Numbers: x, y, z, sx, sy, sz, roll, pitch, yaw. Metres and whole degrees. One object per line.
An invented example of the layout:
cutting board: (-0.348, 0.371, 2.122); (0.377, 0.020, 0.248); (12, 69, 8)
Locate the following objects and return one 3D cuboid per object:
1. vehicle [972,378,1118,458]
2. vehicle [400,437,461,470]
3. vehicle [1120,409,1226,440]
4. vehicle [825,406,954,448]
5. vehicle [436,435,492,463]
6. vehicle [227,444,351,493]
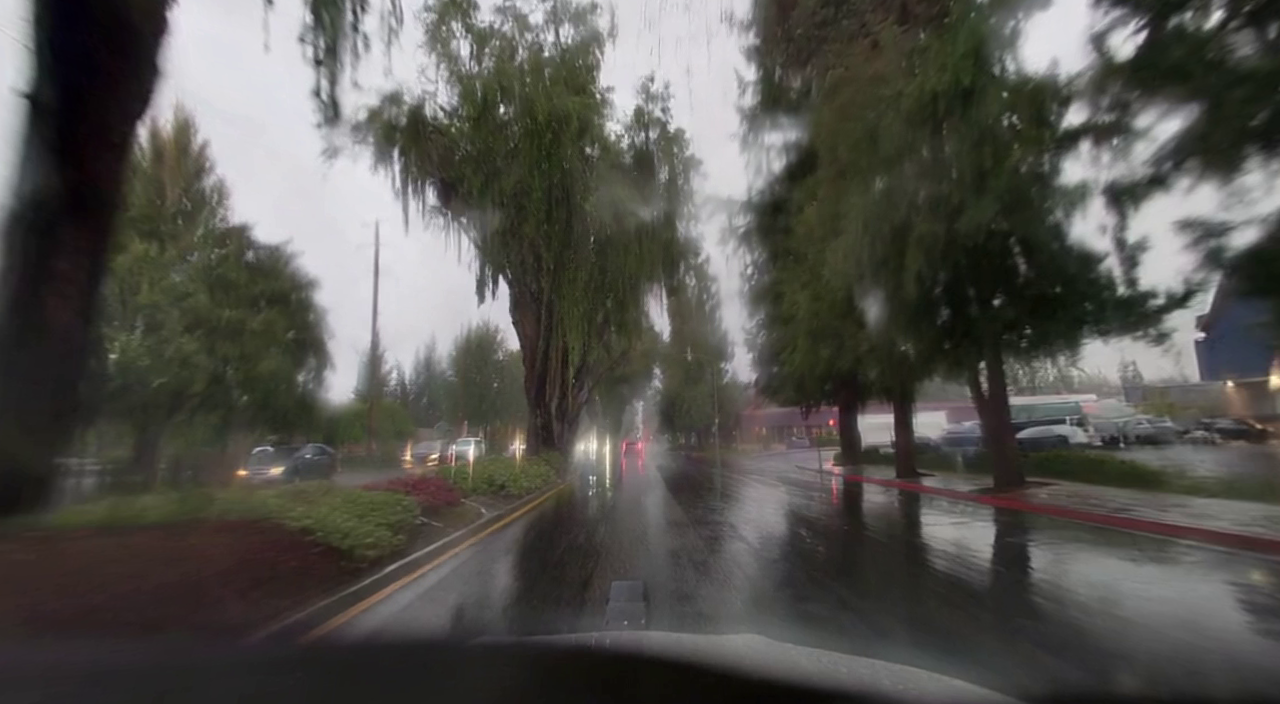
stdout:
vehicle: (17.629, 3.131, 28.279); (2.920, 2.995, 8.704); (-3, -9, 16)
vehicle: (-10.474, 5.100, 31.788); (1.778, 1.517, 3.923); (0, -8, -1)
vehicle: (31.818, 4.376, 37.719); (4.528, 1.734, 1.985); (0, -8, -1)
vehicle: (18.777, 5.709, 47.784); (8.462, 3.012, 2.906); (0, -8, -1)
vehicle: (-12.103, 6.720, 43.796); (2.471, 1.783, 5.903); (0, -8, -3)
vehicle: (-11.909, 3.936, 21.782); (1.931, 1.493, 4.308); (0, -8, -3)
